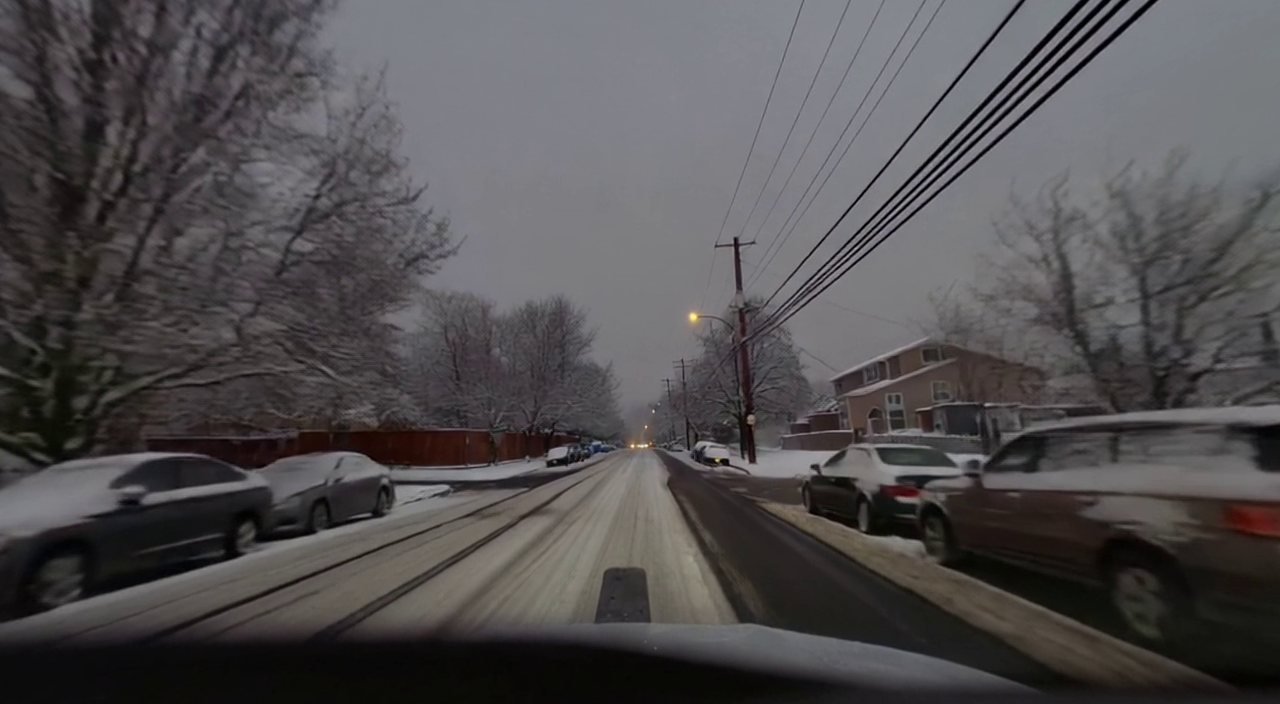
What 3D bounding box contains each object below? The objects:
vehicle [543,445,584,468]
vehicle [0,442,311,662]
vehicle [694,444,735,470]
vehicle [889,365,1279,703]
[{"bbox_3d":[-5.496,7.577,45.849,2.231,1.492,4.727,0,-8,1],"label":"vehicle"},{"bbox_3d":[-5.435,1.665,6.319,1.904,1.504,4.530,0,-8,-1],"label":"vehicle"},{"bbox_3d":[4.296,6.155,37.050,1.851,1.438,4.177,0,-9,0],"label":"vehicle"},{"bbox_3d":[4.029,1.244,5.102,1.874,1.747,4.786,0,-9,-3],"label":"vehicle"}]
